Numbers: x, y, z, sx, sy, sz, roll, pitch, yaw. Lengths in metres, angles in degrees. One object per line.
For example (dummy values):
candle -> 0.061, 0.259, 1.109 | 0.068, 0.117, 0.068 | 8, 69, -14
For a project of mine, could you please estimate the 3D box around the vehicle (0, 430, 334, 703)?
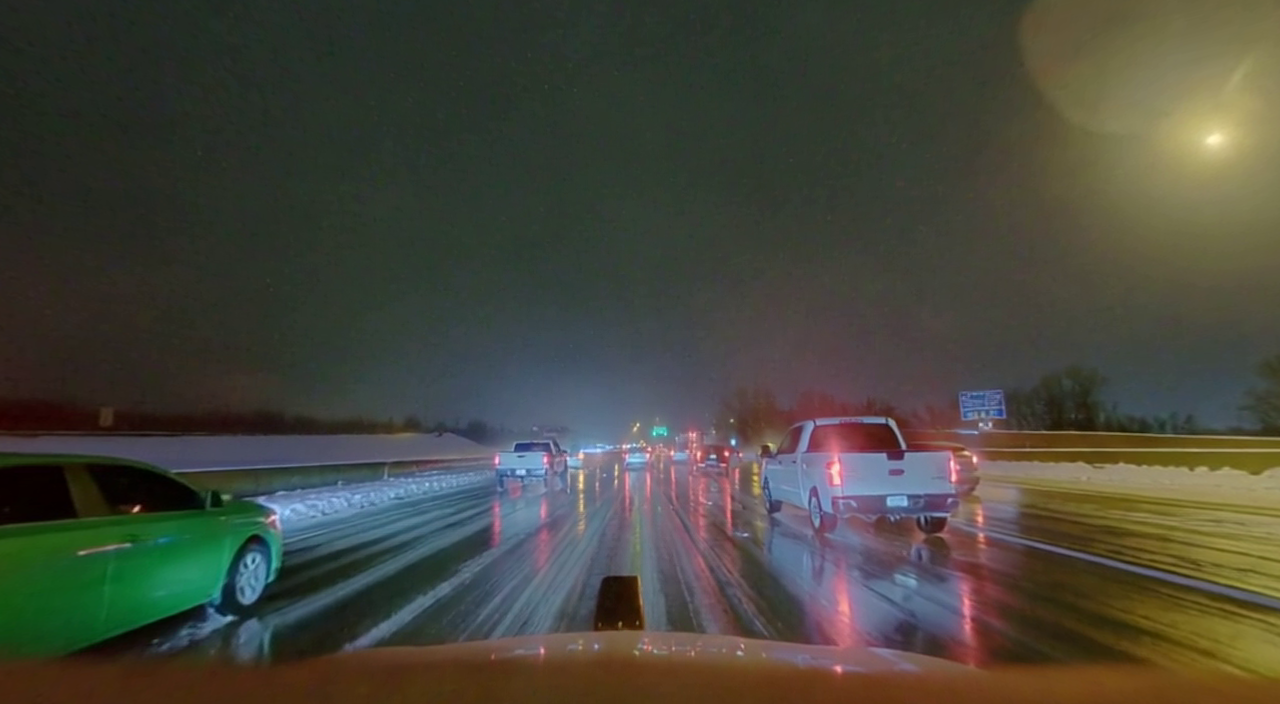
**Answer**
vehicle -> -3.865, 1.187, 3.646 | 1.947, 1.424, 4.264 | 0, -9, 1

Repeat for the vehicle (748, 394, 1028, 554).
vehicle -> 3.490, 1.898, 10.477 | 2.340, 1.925, 5.529 | 0, -9, -1

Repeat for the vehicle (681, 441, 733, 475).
vehicle -> 3.396, 5.501, 32.812 | 2.145, 1.636, 4.437 | 1, -9, -2

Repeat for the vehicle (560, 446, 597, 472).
vehicle -> -3.688, 6.505, 38.601 | 1.907, 1.484, 3.954 | 0, -9, -1

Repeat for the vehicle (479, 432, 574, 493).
vehicle -> -3.664, 3.688, 21.353 | 2.176, 1.783, 4.799 | 0, -9, 2

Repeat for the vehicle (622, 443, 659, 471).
vehicle -> 0.014, 6.326, 38.243 | 2.147, 1.572, 4.094 | 0, -9, 0
